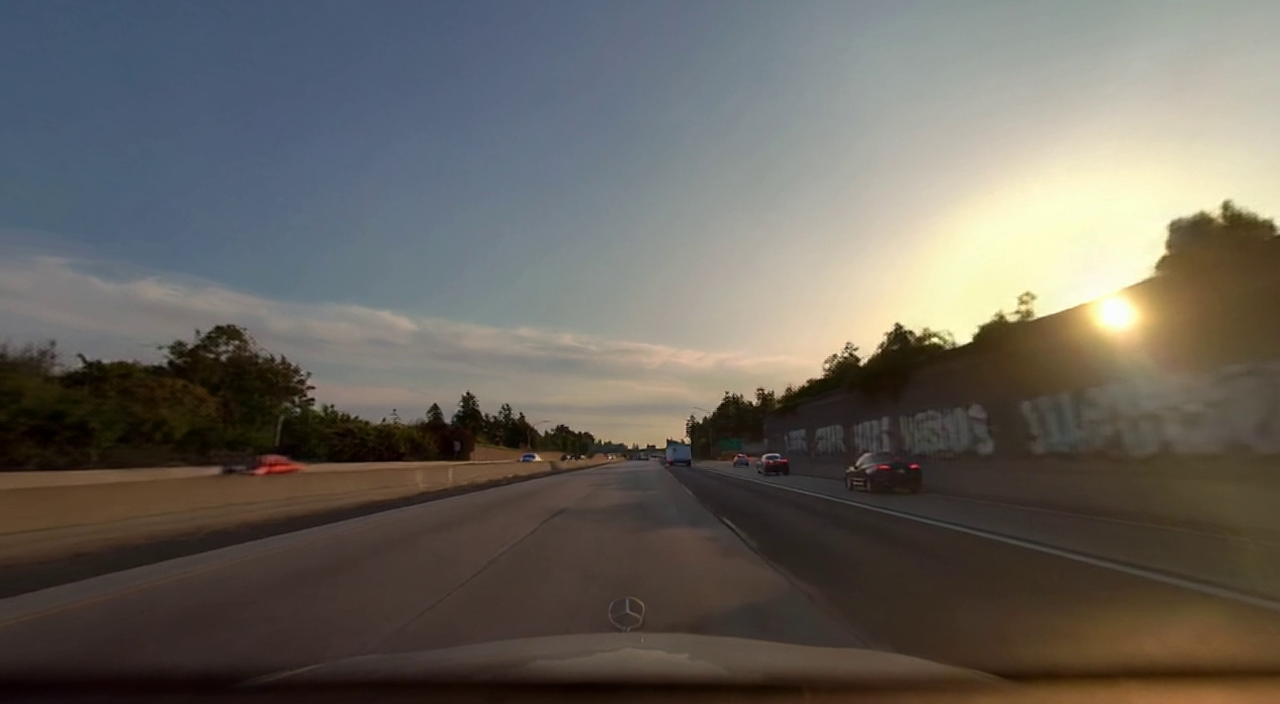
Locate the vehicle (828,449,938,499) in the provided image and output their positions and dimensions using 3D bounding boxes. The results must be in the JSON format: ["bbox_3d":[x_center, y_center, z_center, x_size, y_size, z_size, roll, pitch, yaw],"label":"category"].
[{"bbox_3d":[8.036,4.045,21.339,1.907,1.495,4.517,0,-9,0],"label":"vehicle"}]

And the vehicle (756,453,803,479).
[{"bbox_3d":[8.296,6.814,37.947,1.842,1.475,4.479,0,-9,0],"label":"vehicle"}]

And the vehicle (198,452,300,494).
[{"bbox_3d":[-15.692,4.828,25.507,1.782,1.545,3.556,0,-9,1],"label":"vehicle"}]
